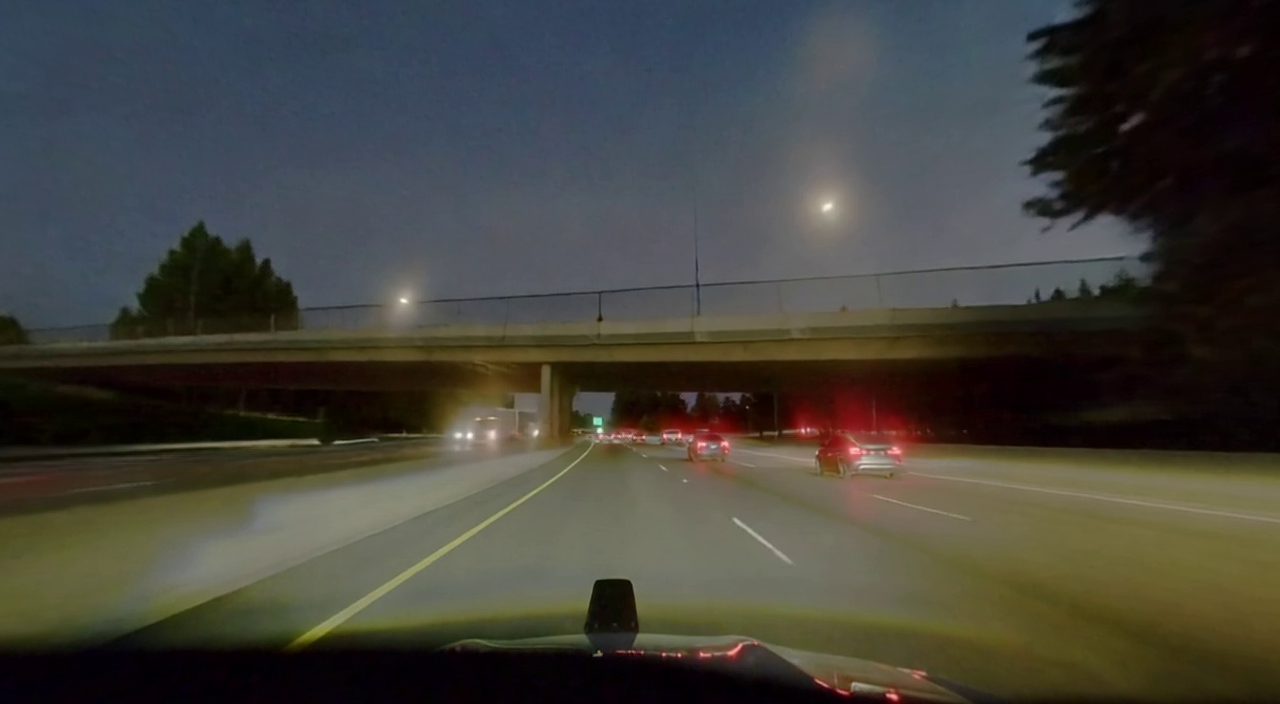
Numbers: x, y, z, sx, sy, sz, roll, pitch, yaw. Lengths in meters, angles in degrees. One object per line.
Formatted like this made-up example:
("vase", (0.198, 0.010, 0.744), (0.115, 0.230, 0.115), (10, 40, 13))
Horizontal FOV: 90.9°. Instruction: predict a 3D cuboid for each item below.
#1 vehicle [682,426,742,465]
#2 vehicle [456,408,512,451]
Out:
("vehicle", (3.020, 4.011, 27.255), (1.938, 1.578, 3.764), (0, -7, -3))
("vehicle", (-10.439, 5.279, 42.846), (2.262, 2.615, 7.071), (0, -7, -2))
